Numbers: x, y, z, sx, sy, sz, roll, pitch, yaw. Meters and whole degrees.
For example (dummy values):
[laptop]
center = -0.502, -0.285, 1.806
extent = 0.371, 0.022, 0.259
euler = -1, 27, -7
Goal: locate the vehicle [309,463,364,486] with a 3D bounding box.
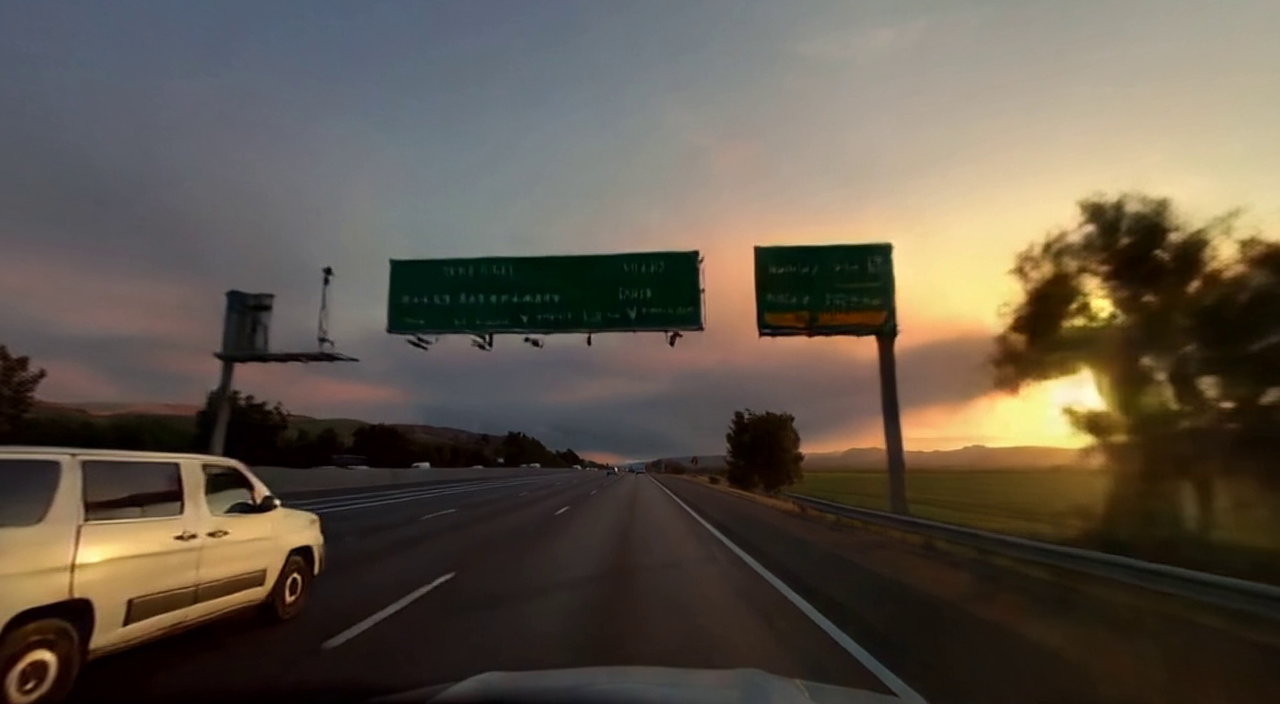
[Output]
[vehicle]
center = -23.193, 9.372, 48.297
extent = 1.916, 1.576, 4.365
euler = 1, -10, 1
